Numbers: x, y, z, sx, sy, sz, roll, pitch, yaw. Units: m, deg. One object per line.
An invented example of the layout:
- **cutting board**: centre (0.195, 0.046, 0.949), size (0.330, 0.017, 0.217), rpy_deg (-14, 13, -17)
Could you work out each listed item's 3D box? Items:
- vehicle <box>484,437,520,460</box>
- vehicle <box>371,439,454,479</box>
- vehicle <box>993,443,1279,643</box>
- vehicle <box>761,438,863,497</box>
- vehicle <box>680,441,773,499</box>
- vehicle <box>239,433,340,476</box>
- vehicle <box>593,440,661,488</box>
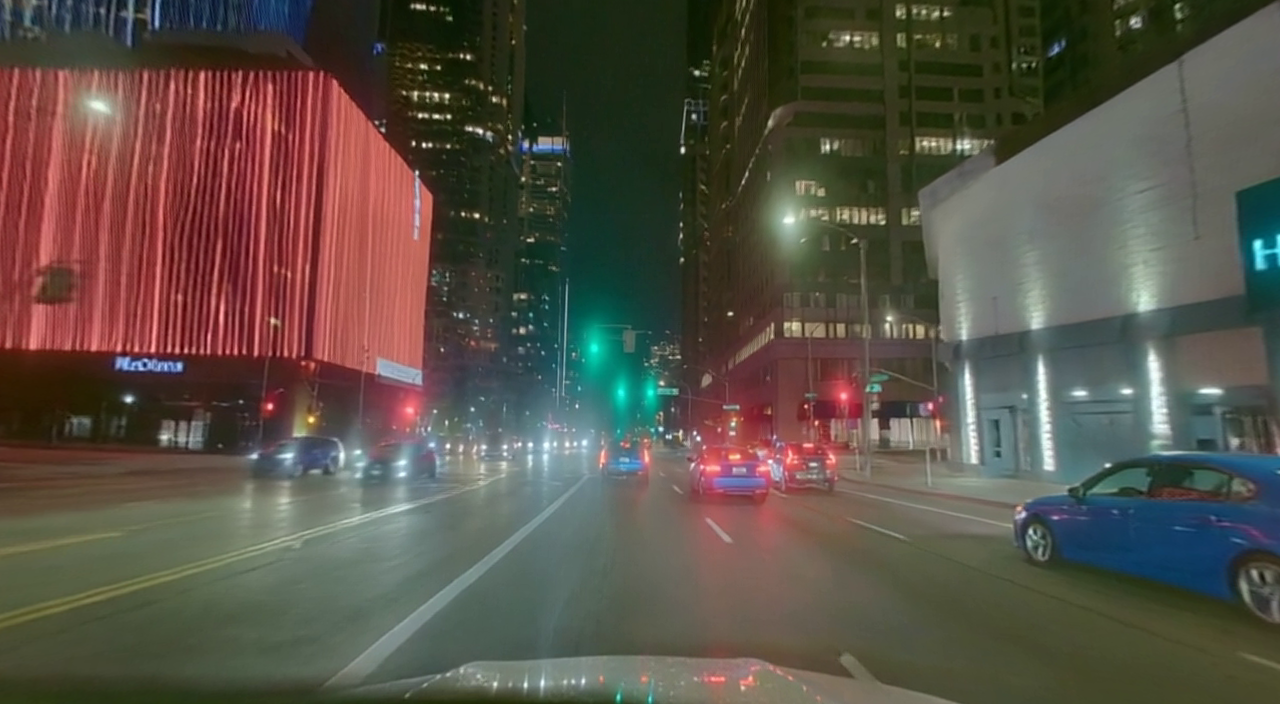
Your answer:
- **vehicle**: centre (-10.347, 7.275, 47.601), size (1.879, 1.637, 4.100), rpy_deg (0, -8, -1)
- **vehicle**: centre (-9.744, 4.593, 27.440), size (1.960, 1.568, 4.511), rpy_deg (0, -8, 0)
- **vehicle**: centre (5.727, 1.629, 6.068), size (1.914, 1.484, 4.639), rpy_deg (0, -8, -1)
- **vehicle**: centre (5.588, 3.785, 21.142), size (2.015, 1.745, 4.444), rpy_deg (0, -8, -2)
- **vehicle**: centre (2.397, 3.412, 18.690), size (1.987, 1.484, 4.427), rpy_deg (0, -8, -2)
- **vehicle**: centre (-15.391, 4.513, 28.069), size (1.932, 1.760, 4.422), rpy_deg (0, -8, -1)
- **vehicle**: centre (-0.438, 3.780, 21.664), size (2.096, 1.457, 4.160), rpy_deg (0, -8, -1)
